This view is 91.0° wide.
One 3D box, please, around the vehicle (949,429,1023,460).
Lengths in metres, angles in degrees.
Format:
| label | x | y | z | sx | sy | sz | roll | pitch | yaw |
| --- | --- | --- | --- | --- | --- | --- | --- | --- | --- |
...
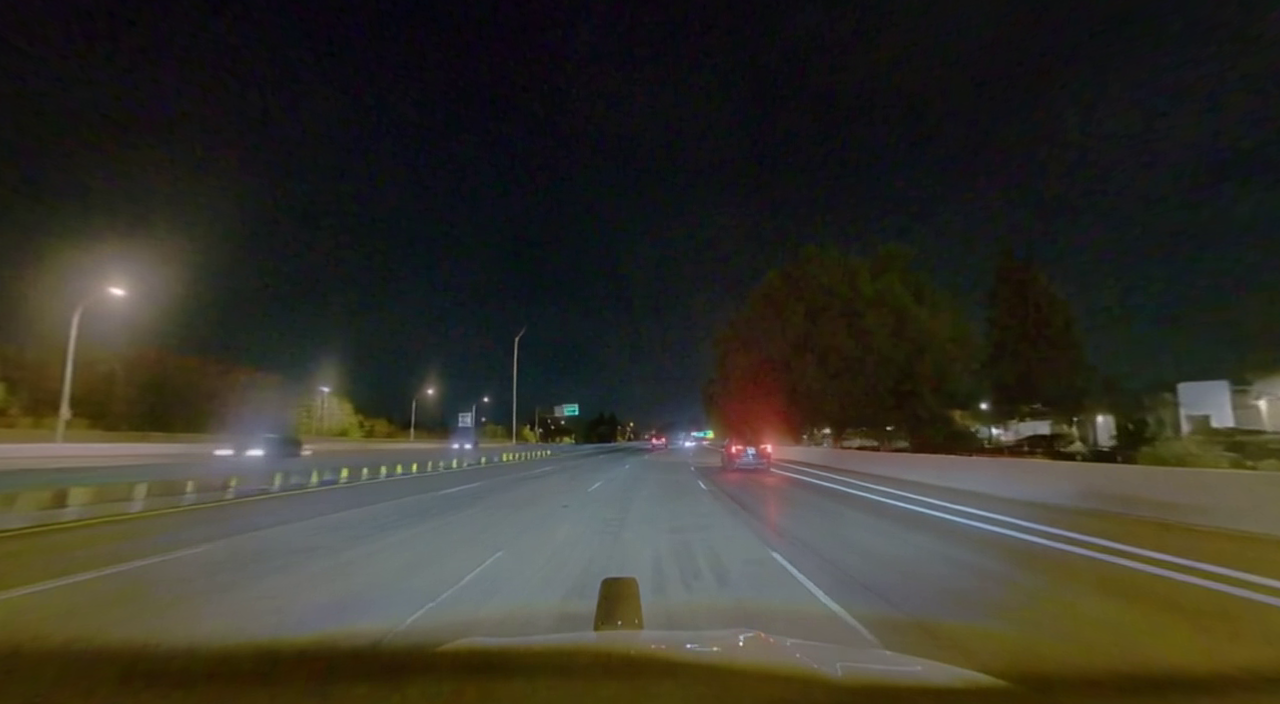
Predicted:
| label | x | y | z | sx | sy | sz | roll | pitch | yaw |
| --- | --- | --- | --- | --- | --- | --- | --- | --- | --- |
| vehicle | 20.125 | 5.419 | 36.859 | 1.852 | 1.730 | 4.661 | -1 | -8 | 3 |

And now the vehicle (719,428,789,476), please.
| label | x | y | z | sx | sy | sz | roll | pitch | yaw |
| --- | --- | --- | --- | --- | --- | --- | --- | --- | --- |
| vehicle | 4.426 | 3.959 | 25.112 | 2.090 | 1.715 | 4.228 | 0 | -8 | 1 |

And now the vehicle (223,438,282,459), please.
| label | x | y | z | sx | sy | sz | roll | pitch | yaw |
| --- | --- | --- | --- | --- | --- | --- | --- | --- | --- |
| vehicle | -28.026 | 6.975 | 45.612 | 1.758 | 1.461 | 3.679 | -1 | -8 | 3 |

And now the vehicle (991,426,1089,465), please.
| label | x | y | z | sx | sy | sz | roll | pitch | yaw |
| --- | --- | --- | --- | --- | --- | --- | --- | --- | --- |
| vehicle | 19.505 | 4.588 | 30.991 | 1.912 | 1.756 | 4.768 | -1 | -8 | 4 |
